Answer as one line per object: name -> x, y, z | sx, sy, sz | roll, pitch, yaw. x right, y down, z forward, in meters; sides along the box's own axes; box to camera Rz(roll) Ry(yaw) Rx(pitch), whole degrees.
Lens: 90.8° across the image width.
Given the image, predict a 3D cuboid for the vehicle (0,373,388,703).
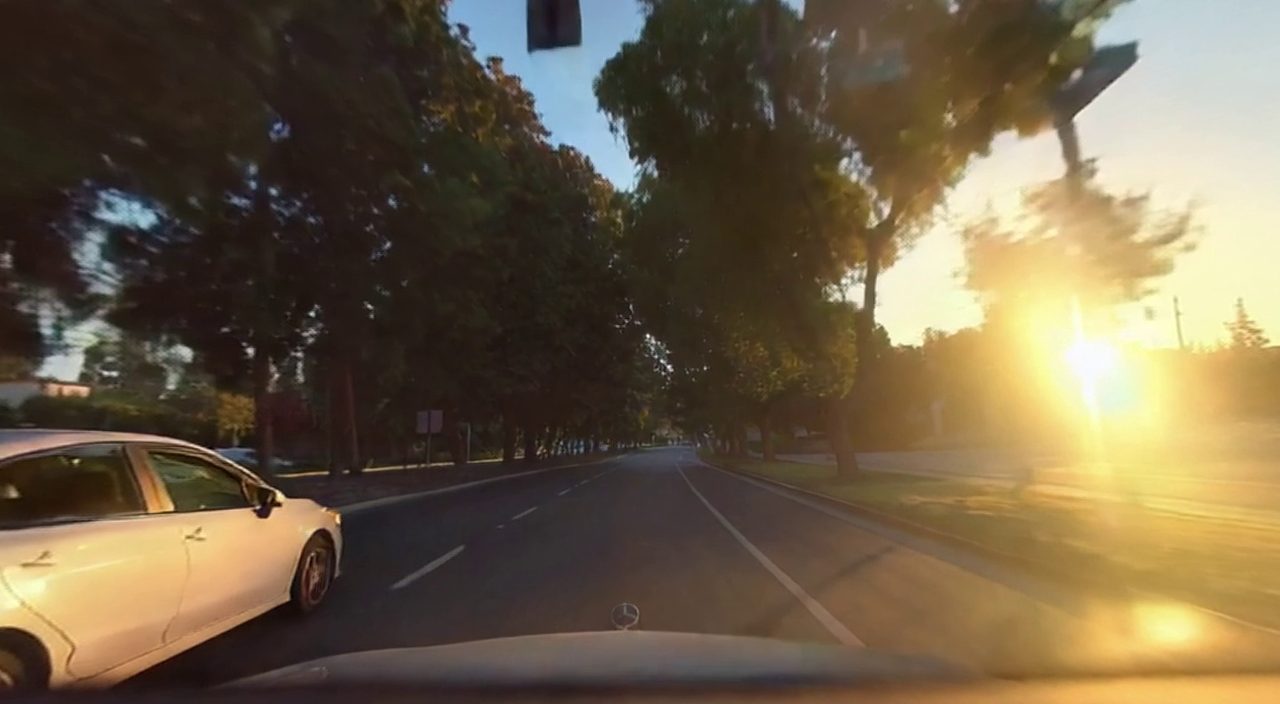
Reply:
vehicle -> -3.194, 1.007, 3.368 | 1.915, 1.521, 4.283 | 0, -8, 0
